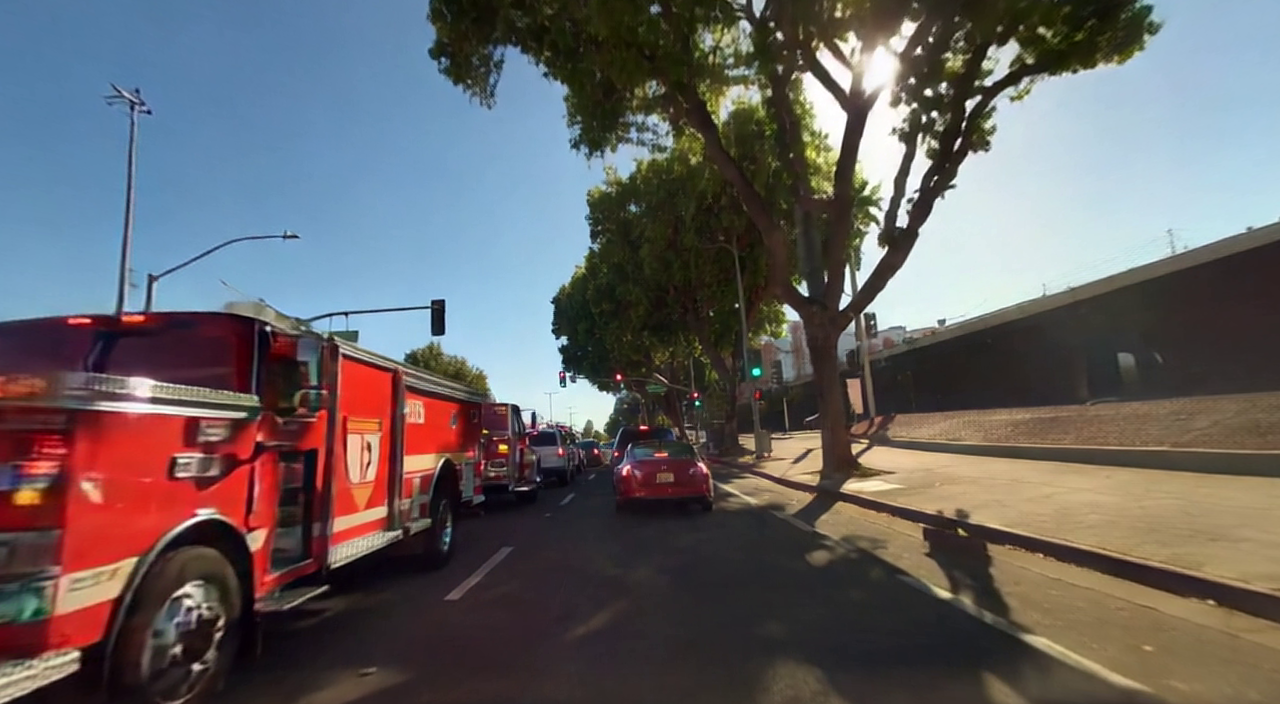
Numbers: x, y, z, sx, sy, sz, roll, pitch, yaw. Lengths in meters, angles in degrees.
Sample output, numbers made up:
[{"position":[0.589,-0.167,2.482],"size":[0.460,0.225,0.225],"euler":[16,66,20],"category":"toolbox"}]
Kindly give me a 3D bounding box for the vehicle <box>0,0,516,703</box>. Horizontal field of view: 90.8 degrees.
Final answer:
[{"position":[-3.632,0.108,3.291],"size":[3.631,3.655,12.773],"euler":[0,-8,-1],"category":"vehicle"}]

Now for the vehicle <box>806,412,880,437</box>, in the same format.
[{"position":[14.547,5.230,45.326],"size":[4.528,1.704,2.073],"euler":[2,-9,-13],"category":"vehicle"}]

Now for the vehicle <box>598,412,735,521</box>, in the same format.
[{"position":[0.298,2.313,13.286],"size":[2.332,1.831,4.930],"euler":[0,-8,-4],"category":"vehicle"}]
